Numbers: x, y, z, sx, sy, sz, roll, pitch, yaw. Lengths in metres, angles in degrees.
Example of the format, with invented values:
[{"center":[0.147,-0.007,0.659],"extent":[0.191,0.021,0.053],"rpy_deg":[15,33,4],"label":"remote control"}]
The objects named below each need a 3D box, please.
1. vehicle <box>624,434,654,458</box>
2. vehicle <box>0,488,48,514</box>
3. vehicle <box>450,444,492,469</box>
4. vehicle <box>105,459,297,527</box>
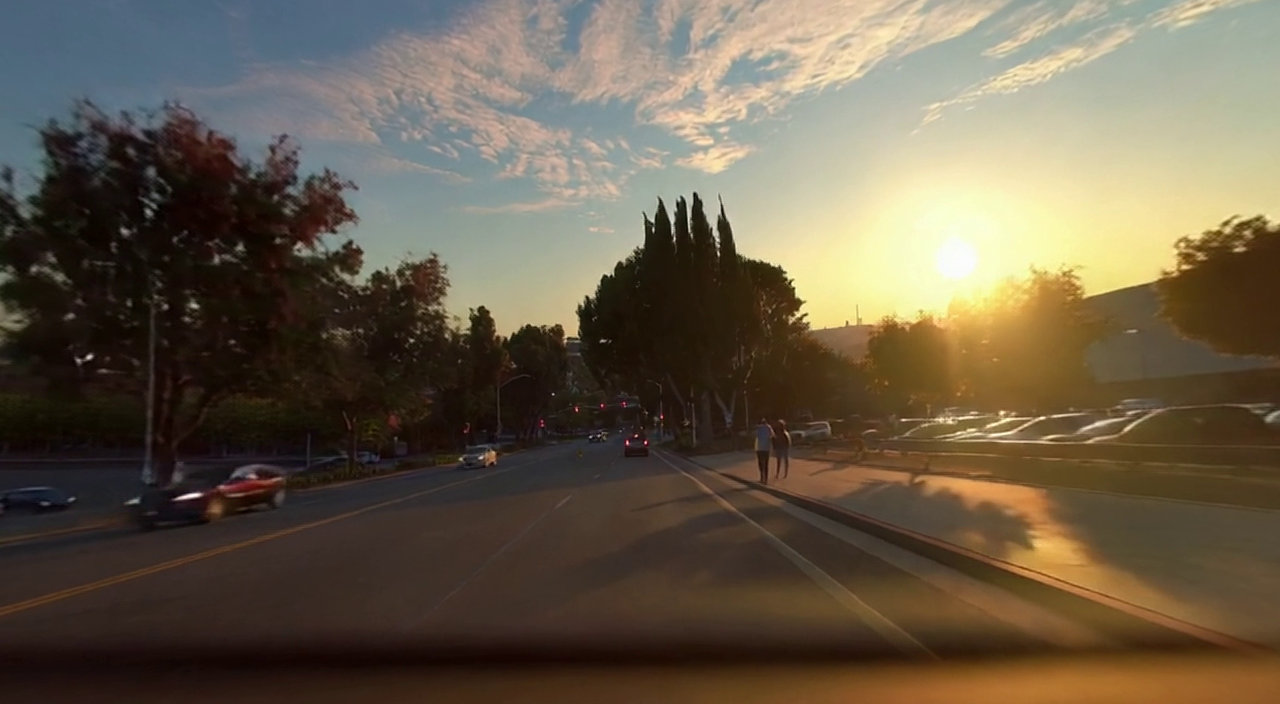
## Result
[{"center":[-0.101,7.205,48.455],"extent":[2.228,1.790,4.180],"rpy_deg":[0,-8,0],"label":"vehicle"},{"center":[-43.357,10.163,43.113],"extent":[3.943,1.578,1.916],"rpy_deg":[-1,-9,2],"label":"vehicle"},{"center":[-12.757,7.913,48.039],"extent":[2.117,1.724,4.366],"rpy_deg":[0,-8,-2],"label":"vehicle"},{"center":[-11.498,3.674,17.052],"extent":[2.011,1.475,4.536],"rpy_deg":[0,-8,-2],"label":"vehicle"}]
